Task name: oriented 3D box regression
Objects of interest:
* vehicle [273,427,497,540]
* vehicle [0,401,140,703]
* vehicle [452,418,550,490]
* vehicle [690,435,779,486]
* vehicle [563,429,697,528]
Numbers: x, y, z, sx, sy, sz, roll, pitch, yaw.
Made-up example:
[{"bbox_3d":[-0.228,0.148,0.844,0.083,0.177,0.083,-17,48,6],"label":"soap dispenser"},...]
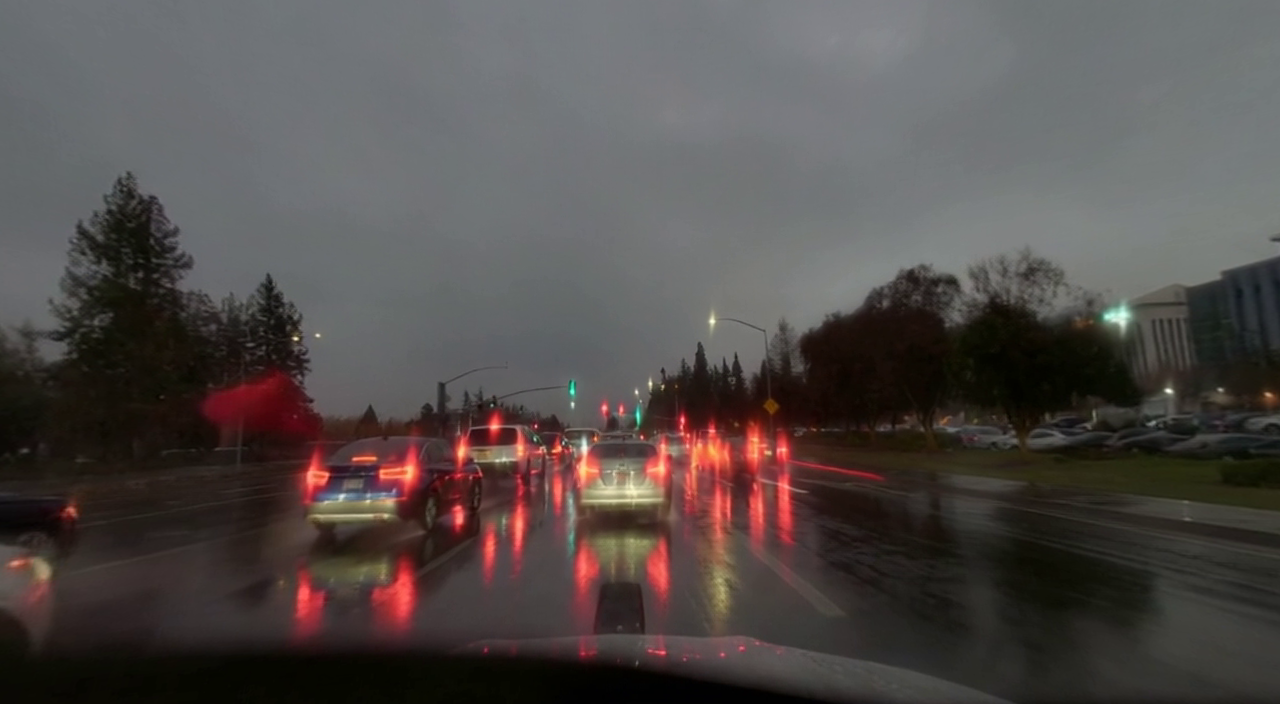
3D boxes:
[{"bbox_3d":[-3.863,2.057,10.529,1.985,1.467,4.224,0,-8,0],"label":"vehicle"},{"bbox_3d":[-3.717,0.734,1.161,2.052,1.475,4.341,0,-8,0],"label":"vehicle"},{"bbox_3d":[-4.013,3.029,19.057,2.054,1.881,4.469,0,-8,-2],"label":"vehicle"},{"bbox_3d":[2.857,3.395,20.133,1.978,1.452,4.381,0,-8,-2],"label":"vehicle"},{"bbox_3d":[-0.203,2.196,11.566,2.007,1.467,4.059,0,-8,-2],"label":"vehicle"}]
